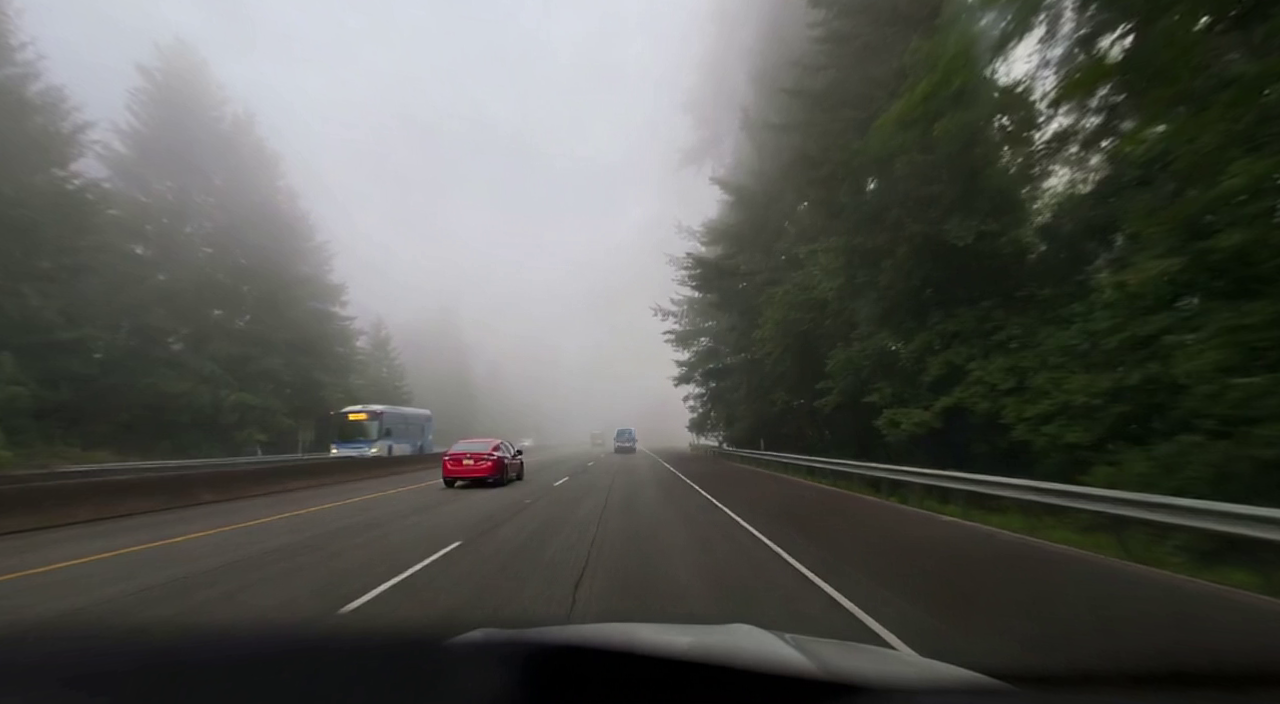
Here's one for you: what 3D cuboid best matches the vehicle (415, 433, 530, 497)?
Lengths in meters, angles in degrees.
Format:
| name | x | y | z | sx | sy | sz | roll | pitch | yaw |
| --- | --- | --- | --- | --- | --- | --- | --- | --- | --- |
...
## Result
| name | x | y | z | sx | sy | sz | roll | pitch | yaw |
| --- | --- | --- | --- | --- | --- | --- | --- | --- | --- |
| vehicle | -4.192 | 2.874 | 16.514 | 1.907 | 1.445 | 4.049 | 0 | -8 | 0 |

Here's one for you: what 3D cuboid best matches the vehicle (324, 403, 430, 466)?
| name | x | y | z | sx | sy | sz | roll | pitch | yaw |
| --- | --- | --- | --- | --- | --- | --- | --- | --- | --- |
| vehicle | -17.542 | 5.648 | 43.100 | 3.018 | 3.781 | 10.320 | 0 | -8 | -2 |

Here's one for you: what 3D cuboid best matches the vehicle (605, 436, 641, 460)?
| name | x | y | z | sx | sy | sz | roll | pitch | yaw |
| --- | --- | --- | --- | --- | --- | --- | --- | --- | --- |
| vehicle | -1.068 | 6.136 | 40.448 | 2.162 | 1.460 | 4.242 | 0 | -8 | -1 |
